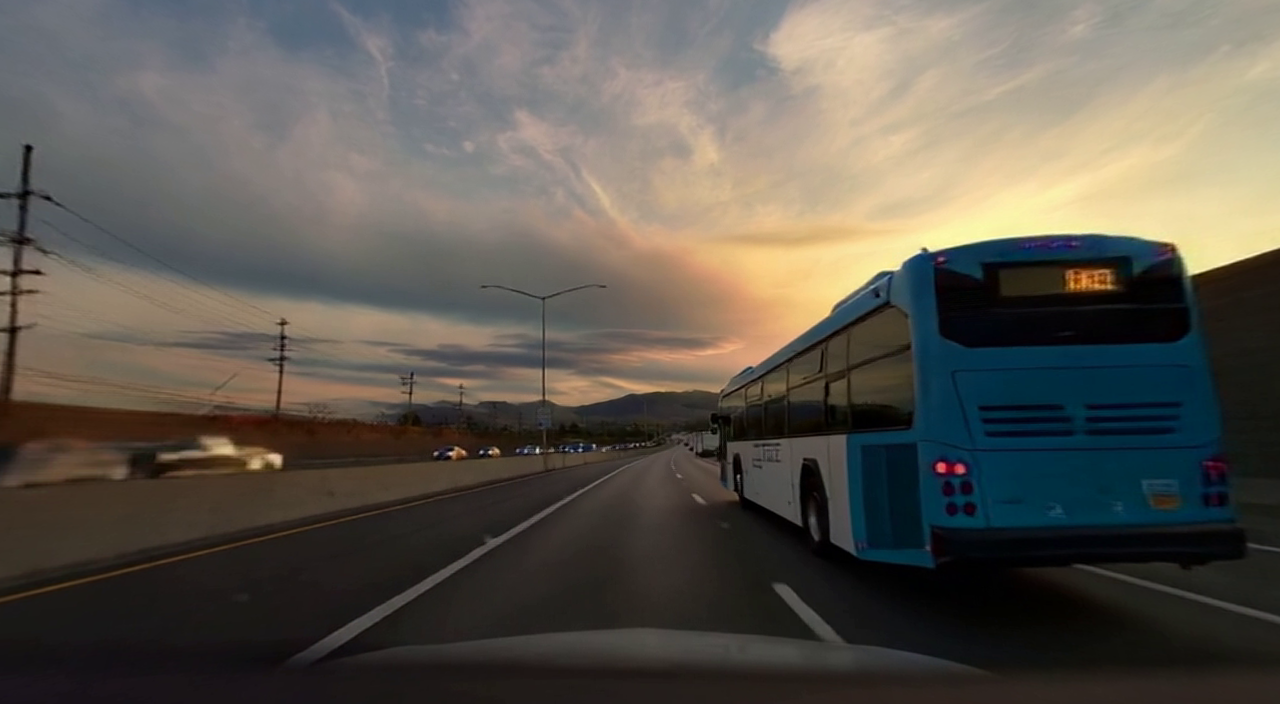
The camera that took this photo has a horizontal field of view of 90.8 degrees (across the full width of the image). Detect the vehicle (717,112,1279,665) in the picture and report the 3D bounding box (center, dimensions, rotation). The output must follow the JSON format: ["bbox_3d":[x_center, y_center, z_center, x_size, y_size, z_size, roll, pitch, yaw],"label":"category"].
[{"bbox_3d":[3.769,1.196,11.300,3.144,3.580,14.591,0,-8,1],"label":"vehicle"}]

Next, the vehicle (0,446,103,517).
[{"bbox_3d":[-14.483,2.733,13.317,2.099,1.471,4.756,0,-8,1],"label":"vehicle"}]

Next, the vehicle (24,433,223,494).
[{"bbox_3d":[-18.223,3.961,22.836,2.281,1.891,5.644,-1,-8,2],"label":"vehicle"}]
